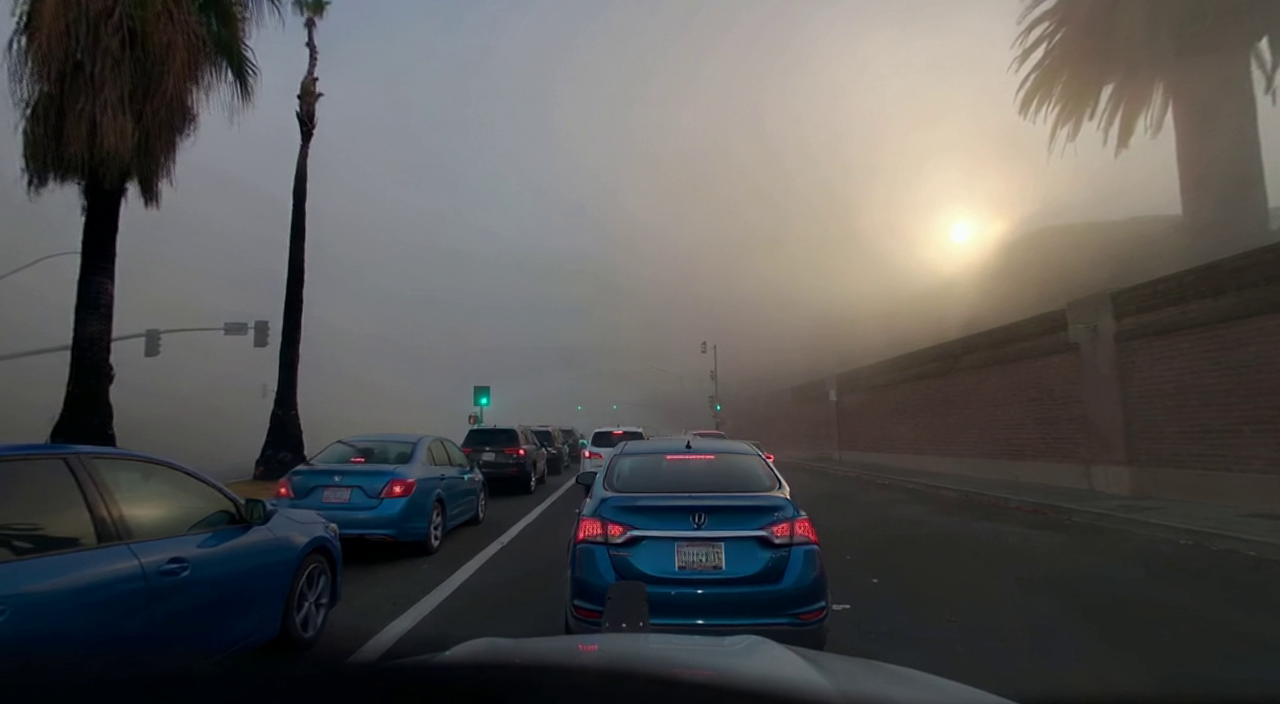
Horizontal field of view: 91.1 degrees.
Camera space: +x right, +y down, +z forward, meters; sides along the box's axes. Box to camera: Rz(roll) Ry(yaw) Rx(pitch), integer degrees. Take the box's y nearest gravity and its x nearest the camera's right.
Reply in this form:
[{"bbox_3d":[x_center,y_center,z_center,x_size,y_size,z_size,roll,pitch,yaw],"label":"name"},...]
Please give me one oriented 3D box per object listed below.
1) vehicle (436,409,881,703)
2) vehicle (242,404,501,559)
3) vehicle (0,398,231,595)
[{"bbox_3d":[0.044,1.336,5.210,2.128,1.473,4.272,0,-8,-1],"label":"vehicle"},{"bbox_3d":[-3.511,1.777,9.274,2.055,1.746,4.136,0,-8,-1],"label":"vehicle"},{"bbox_3d":[-6.670,1.406,6.392,1.963,1.721,4.662,0,-8,-2],"label":"vehicle"}]
